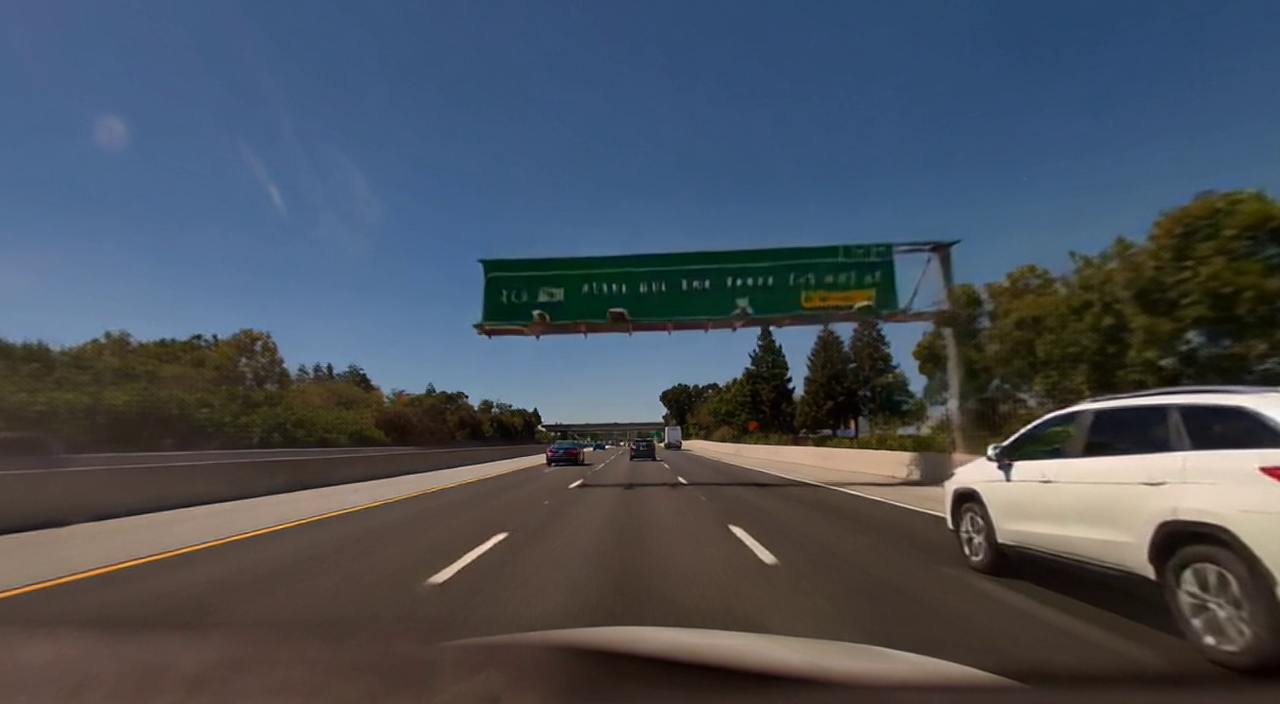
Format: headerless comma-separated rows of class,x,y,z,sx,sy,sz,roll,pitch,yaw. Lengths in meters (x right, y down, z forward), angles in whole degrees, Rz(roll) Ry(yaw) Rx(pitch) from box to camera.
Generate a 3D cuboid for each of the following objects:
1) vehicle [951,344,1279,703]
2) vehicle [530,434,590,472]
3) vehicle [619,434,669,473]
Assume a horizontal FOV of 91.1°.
vehicle,4.071,0.943,3.866,2.025,1.707,4.279,0,-8,-1
vehicle,-3.566,4.586,28.710,2.066,1.561,4.495,0,-8,1
vehicle,0.171,4.458,27.798,2.049,1.542,3.816,0,-8,0
